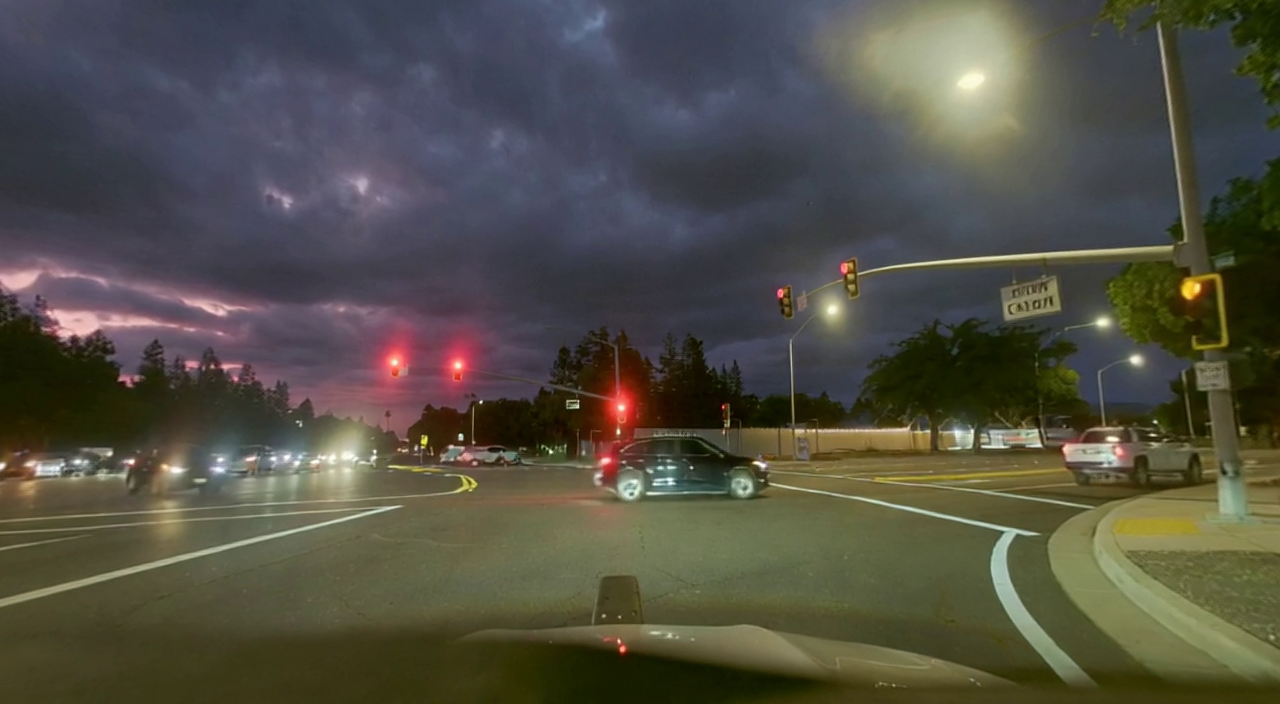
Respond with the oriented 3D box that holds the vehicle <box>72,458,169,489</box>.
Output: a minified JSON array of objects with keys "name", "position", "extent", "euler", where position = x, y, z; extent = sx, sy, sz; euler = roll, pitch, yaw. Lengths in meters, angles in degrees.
[{"name":"vehicle","position":[-28.358,6.619,34.701],"extent":[1.965,1.448,4.553],"euler":[1,-9,-8]}]

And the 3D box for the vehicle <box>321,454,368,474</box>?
[{"name":"vehicle","position":[-23.036,8.723,49.389],"extent":[1.999,1.468,4.702],"euler":[1,-9,-8]}]

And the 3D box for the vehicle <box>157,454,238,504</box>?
[{"name":"vehicle","position":[-15.224,4.260,21.713],"extent":[1.957,1.471,4.728],"euler":[6,-11,-35]}]

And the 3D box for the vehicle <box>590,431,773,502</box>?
[{"name":"vehicle","position":[1.030,2.835,15.808],"extent":[4.281,1.621,1.903],"euler":[-1,-9,6]}]

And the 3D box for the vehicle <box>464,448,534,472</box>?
[{"name":"vehicle","position":[-9.289,7.115,41.817],"extent":[1.989,1.496,4.211],"euler":[-7,-11,37]}]

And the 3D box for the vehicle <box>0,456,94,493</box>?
[{"name":"vehicle","position":[-31.172,6.265,32.647],"extent":[2.142,1.723,4.692],"euler":[1,-9,-9]}]

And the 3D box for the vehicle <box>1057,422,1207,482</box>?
[{"name":"vehicle","position":[16.358,3.296,20.969],"extent":[4.619,1.759,2.101],"euler":[4,-10,-28]}]

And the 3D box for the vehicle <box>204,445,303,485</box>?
[{"name":"vehicle","position":[-20.897,6.099,34.556],"extent":[2.358,1.937,5.896],"euler":[1,-9,-8]}]
